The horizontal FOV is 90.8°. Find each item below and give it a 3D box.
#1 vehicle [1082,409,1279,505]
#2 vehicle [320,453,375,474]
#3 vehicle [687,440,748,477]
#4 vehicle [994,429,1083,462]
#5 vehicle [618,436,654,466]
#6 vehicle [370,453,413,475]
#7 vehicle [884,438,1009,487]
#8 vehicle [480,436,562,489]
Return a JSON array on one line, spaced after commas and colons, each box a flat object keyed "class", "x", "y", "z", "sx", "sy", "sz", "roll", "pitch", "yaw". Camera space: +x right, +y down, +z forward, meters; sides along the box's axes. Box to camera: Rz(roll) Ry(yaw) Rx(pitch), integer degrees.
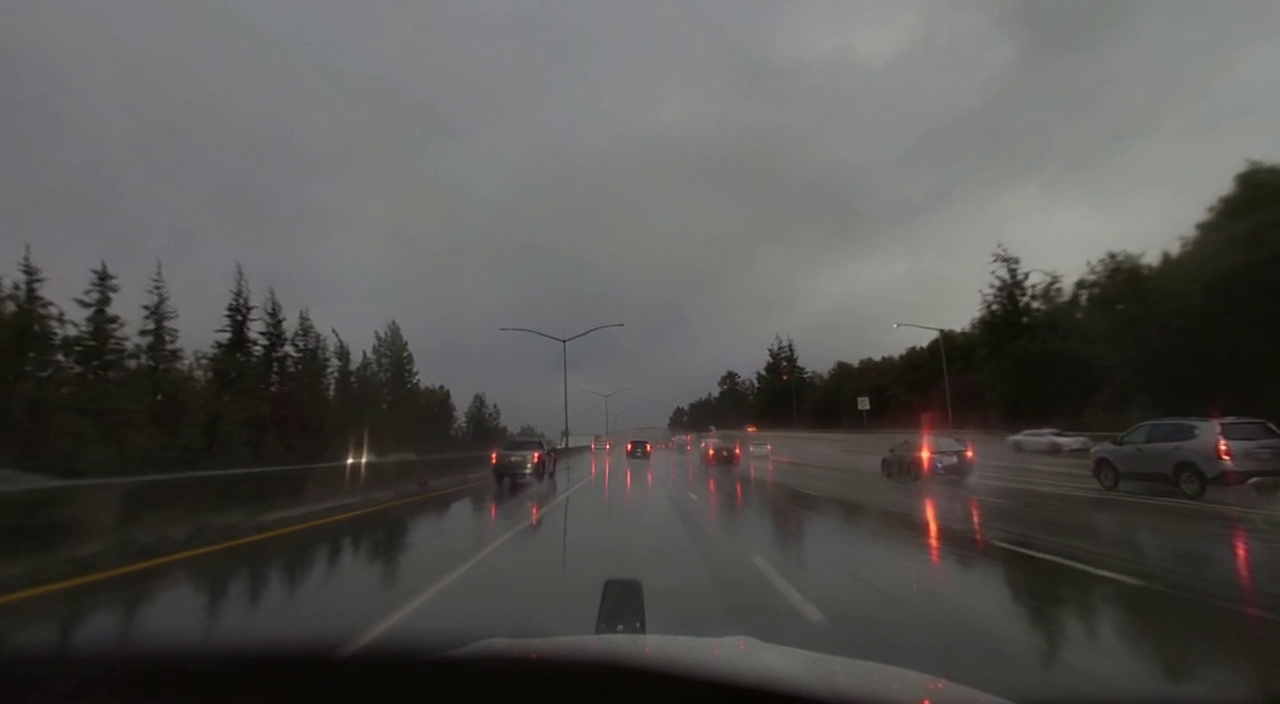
[{"class": "vehicle", "x": 12.949, "y": 2.349, "z": 14.448, "sx": 2.076, "sy": 1.799, "sz": 4.871, "roll": 0, "pitch": -9, "yaw": -1}, {"class": "vehicle", "x": -22.897, "y": 8.739, "z": 49.644, "sx": 2.028, "sy": 1.520, "sz": 4.654, "roll": 0, "pitch": -9, "yaw": 0}, {"class": "vehicle", "x": 3.233, "y": 4.559, "z": 27.285, "sx": 2.007, "sy": 1.469, "sz": 4.337, "roll": 0, "pitch": -9, "yaw": -1}, {"class": "vehicle", "x": 19.715, "y": 4.666, "z": 31.484, "sx": 1.787, "sy": 1.510, "sz": 3.947, "roll": 0, "pitch": -9, "yaw": -1}, {"class": "vehicle", "x": -0.241, "y": 6.474, "z": 41.298, "sx": 2.192, "sy": 1.813, "sz": 4.864, "roll": 0, "pitch": -9, "yaw": 0}, {"class": "vehicle", "x": -16.246, "y": 7.315, "z": 41.452, "sx": 1.504, "sy": 1.354, "sz": 3.323, "roll": 0, "pitch": -8, "yaw": 0}, {"class": "vehicle", "x": 9.568, "y": 3.474, "z": 20.131, "sx": 1.910, "sy": 1.384, "sz": 3.867, "roll": 0, "pitch": -9, "yaw": -2}, {"class": "vehicle", "x": -3.972, "y": 3.765, "z": 21.838, "sx": 1.992, "sy": 1.651, "sz": 4.185, "roll": 0, "pitch": -9, "yaw": 0}]
